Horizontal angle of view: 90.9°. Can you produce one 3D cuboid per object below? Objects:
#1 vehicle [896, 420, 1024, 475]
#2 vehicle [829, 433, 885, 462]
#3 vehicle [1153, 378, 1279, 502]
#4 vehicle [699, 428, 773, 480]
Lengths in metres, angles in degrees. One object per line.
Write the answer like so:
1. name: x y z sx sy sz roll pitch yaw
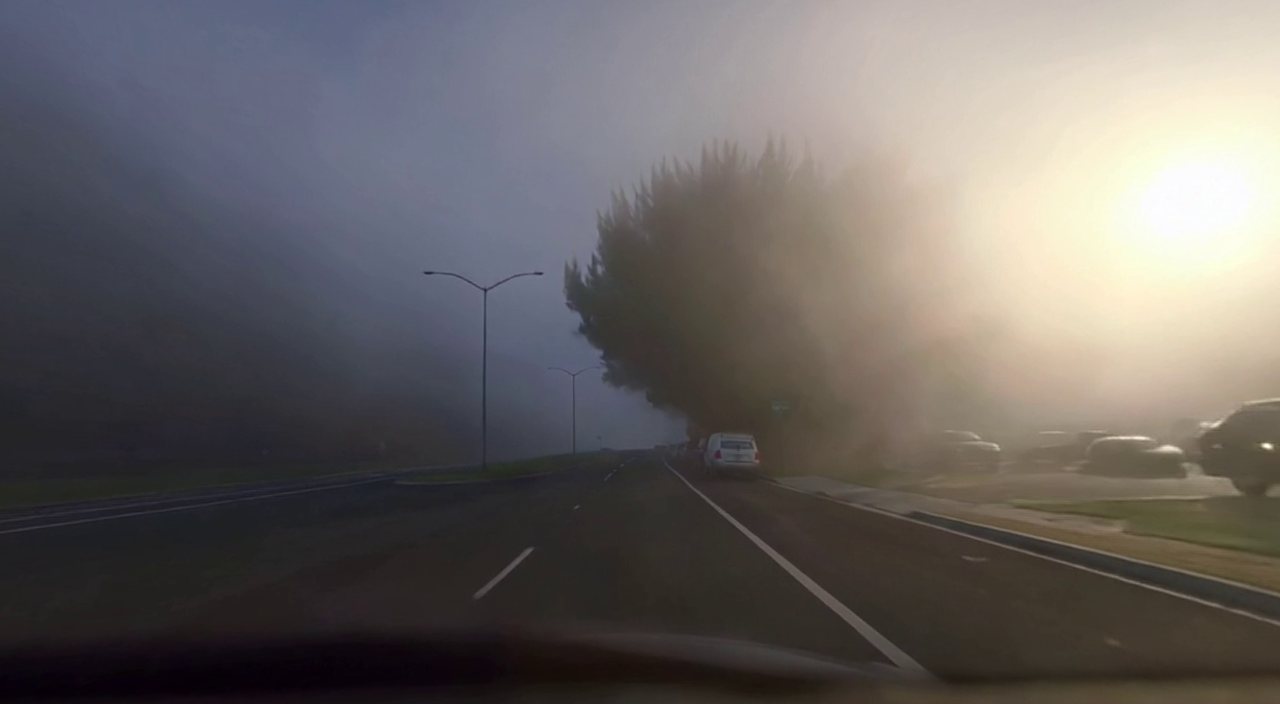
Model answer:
1. vehicle: 11.434 3.467 22.967 2.220 1.798 4.427 0 -8 -1
2. vehicle: 14.439 6.368 42.271 2.227 1.720 4.959 1 -8 3
3. vehicle: 11.180 1.298 9.340 2.197 1.923 5.799 0 -8 -1
4. vehicle: 3.668 3.965 24.851 2.144 1.848 4.159 0 -8 -1
